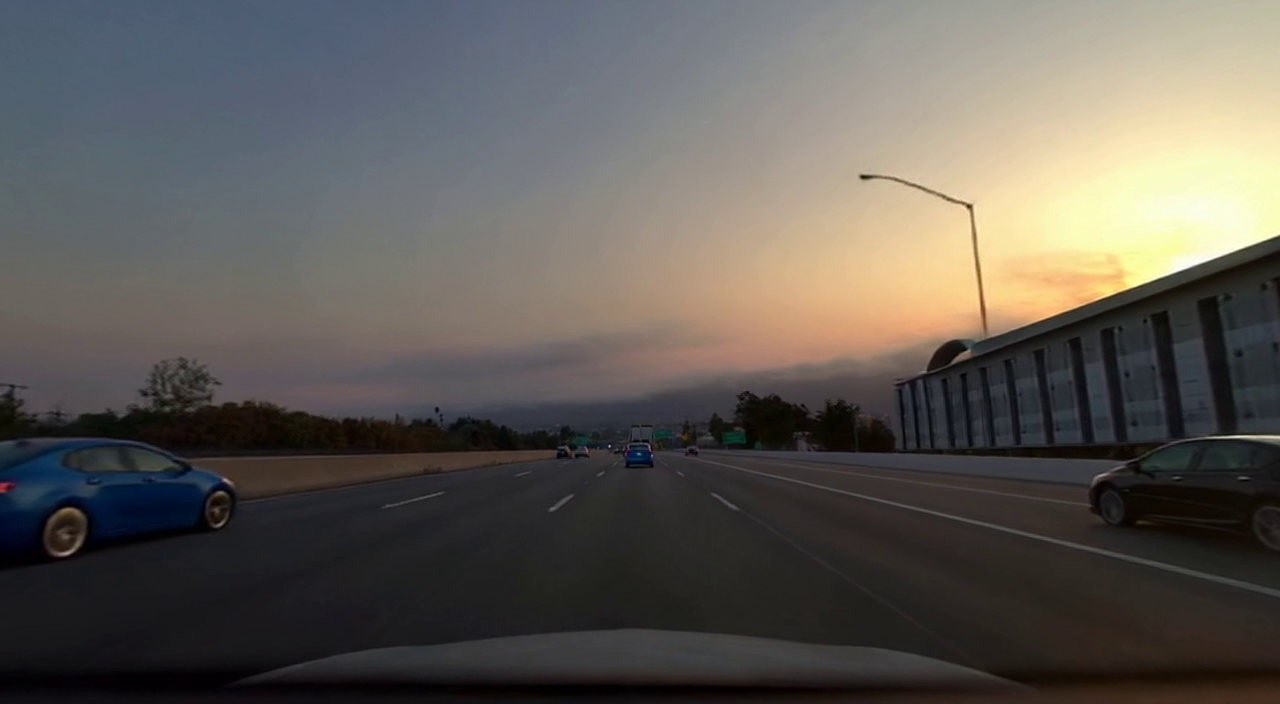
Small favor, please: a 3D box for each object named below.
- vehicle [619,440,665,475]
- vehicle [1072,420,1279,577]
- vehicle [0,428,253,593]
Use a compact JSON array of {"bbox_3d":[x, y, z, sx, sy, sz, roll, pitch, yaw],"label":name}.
[{"bbox_3d":[0.082,4.966,29.887,2.036,1.542,3.891,0,-8,0],"label":"vehicle"},{"bbox_3d":[7.114,1.471,6.470,1.937,1.498,4.710,0,-8,-1],"label":"vehicle"},{"bbox_3d":[-6.755,1.650,7.159,1.978,1.477,4.239,0,-8,0],"label":"vehicle"}]
